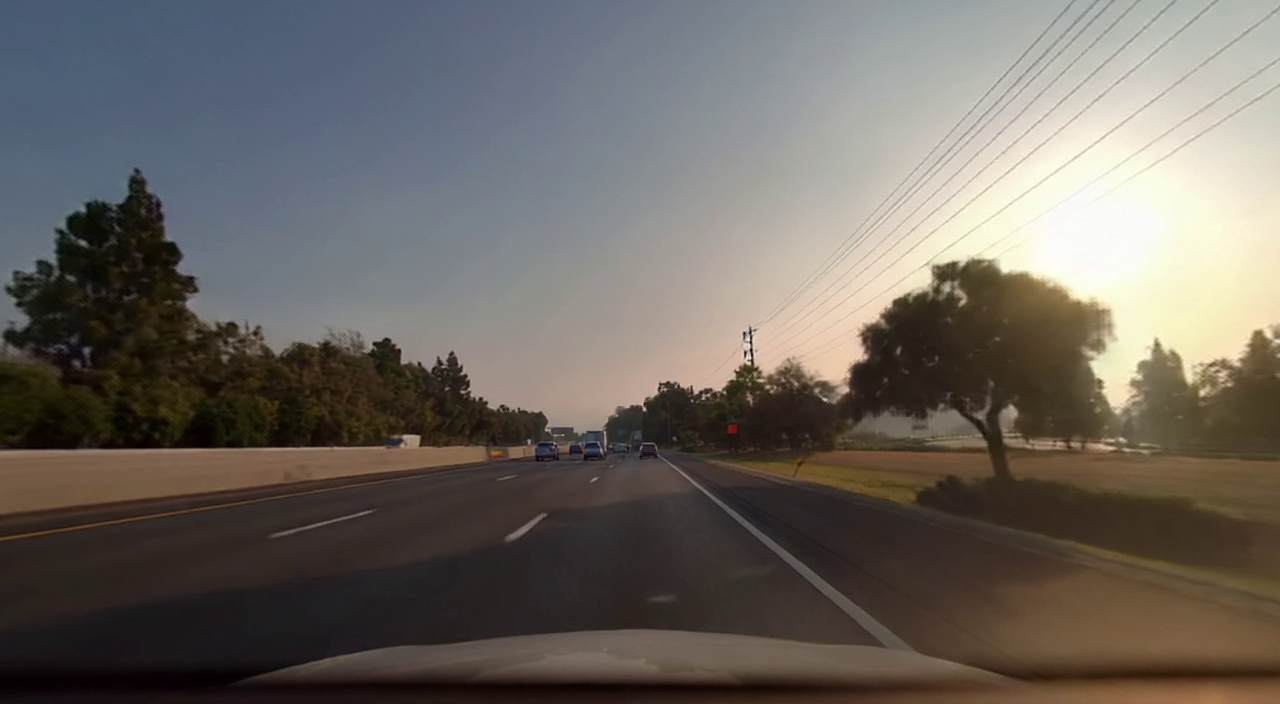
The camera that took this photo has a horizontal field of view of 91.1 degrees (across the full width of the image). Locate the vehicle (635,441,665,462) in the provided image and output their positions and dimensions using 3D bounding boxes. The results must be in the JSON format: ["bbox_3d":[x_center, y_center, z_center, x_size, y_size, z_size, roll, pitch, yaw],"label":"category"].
[{"bbox_3d":[0.706,7.261,45.868,2.057,1.453,3.926,0,-8,0],"label":"vehicle"}]

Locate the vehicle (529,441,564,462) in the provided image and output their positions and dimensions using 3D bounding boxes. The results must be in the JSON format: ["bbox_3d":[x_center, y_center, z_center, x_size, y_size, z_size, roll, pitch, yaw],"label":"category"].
[{"bbox_3d":[-7.007,7.501,47.427,1.936,1.497,4.251,0,-8,2],"label":"vehicle"}]

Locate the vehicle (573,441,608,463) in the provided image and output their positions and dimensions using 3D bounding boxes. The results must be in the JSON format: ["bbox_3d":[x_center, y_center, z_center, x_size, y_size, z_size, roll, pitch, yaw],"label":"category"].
[{"bbox_3d":[-3.367,6.878,43.282,2.046,1.478,4.111,0,-8,1],"label":"vehicle"}]
